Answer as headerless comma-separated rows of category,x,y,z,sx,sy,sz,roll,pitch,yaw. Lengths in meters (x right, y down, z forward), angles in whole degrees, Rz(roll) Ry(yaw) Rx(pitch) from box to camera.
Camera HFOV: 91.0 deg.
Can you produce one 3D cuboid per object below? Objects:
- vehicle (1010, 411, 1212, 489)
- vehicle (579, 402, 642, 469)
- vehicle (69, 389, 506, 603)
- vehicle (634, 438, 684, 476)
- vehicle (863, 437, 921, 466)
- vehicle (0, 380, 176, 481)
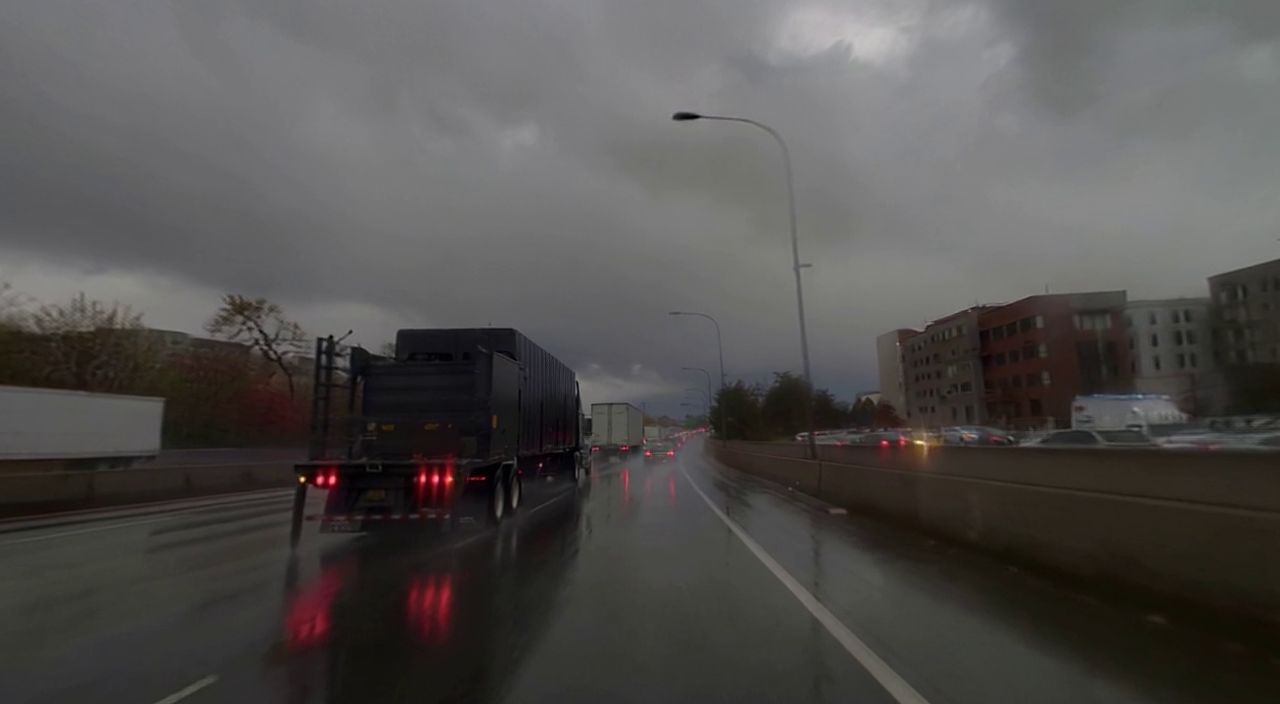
vehicle,14.392,3.072,19.880,2.186,2.074,5.586,-1,-9,2
vehicle,-1.746,5.606,41.892,3.073,3.894,9.782,-1,-9,4
vehicle,-3.345,1.457,7.105,2.896,1.779,3.441,0,-8,0
vehicle,0.922,4.886,29.514,2.178,1.640,4.071,-1,-9,3
vehicle,15.373,6.089,38.696,2.022,1.675,4.792,-1,-9,5
vehicle,-26.274,3.190,25.339,2.898,3.867,15.220,-1,-9,4
